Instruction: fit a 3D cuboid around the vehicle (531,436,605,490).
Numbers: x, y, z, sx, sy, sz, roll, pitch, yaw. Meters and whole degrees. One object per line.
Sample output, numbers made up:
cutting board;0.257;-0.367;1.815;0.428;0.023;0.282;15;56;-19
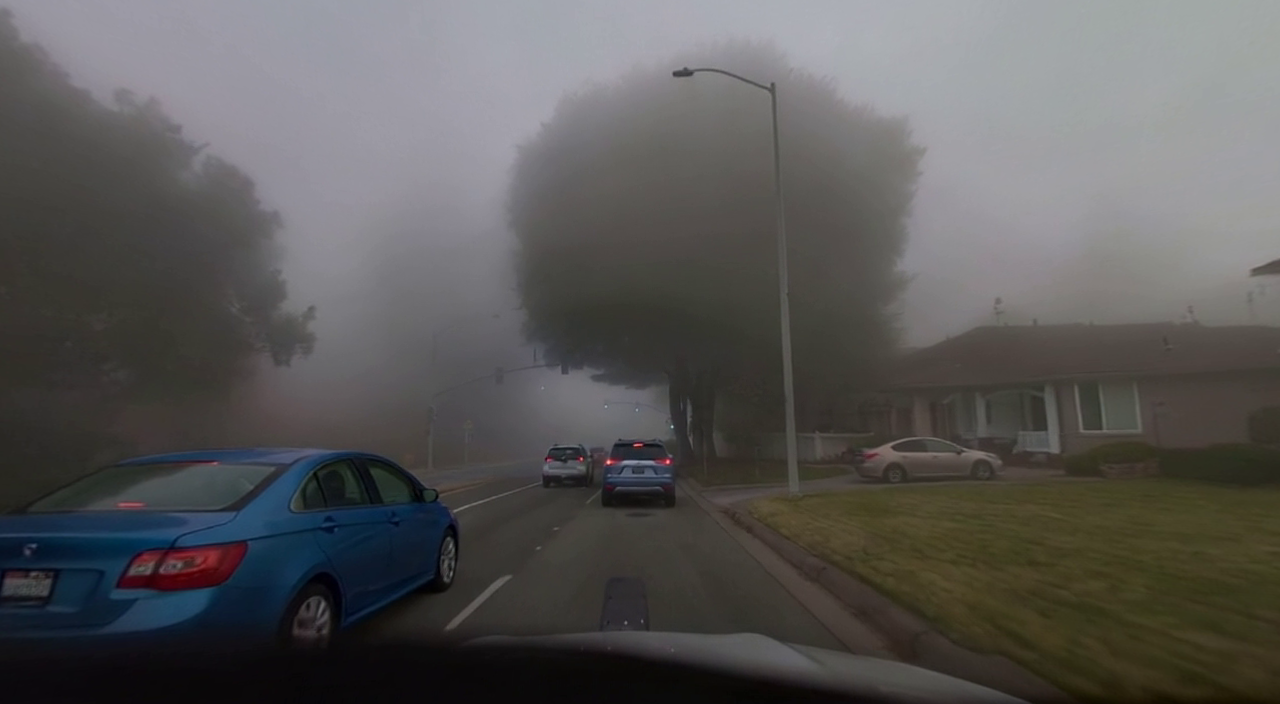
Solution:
vehicle;-2.469;3.958;22.682;2.000;1.737;4.133;-1;-9;2

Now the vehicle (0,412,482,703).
vehicle;-2.841;1.334;4.749;1.968;1.472;4.685;-1;-9;2

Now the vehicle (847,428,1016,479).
vehicle;9.228;3.249;20.256;4.456;1.504;1.914;0;-9;0

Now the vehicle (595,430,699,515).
vehicle;0.143;2.779;14.950;2.120;1.718;3.909;0;-9;0
